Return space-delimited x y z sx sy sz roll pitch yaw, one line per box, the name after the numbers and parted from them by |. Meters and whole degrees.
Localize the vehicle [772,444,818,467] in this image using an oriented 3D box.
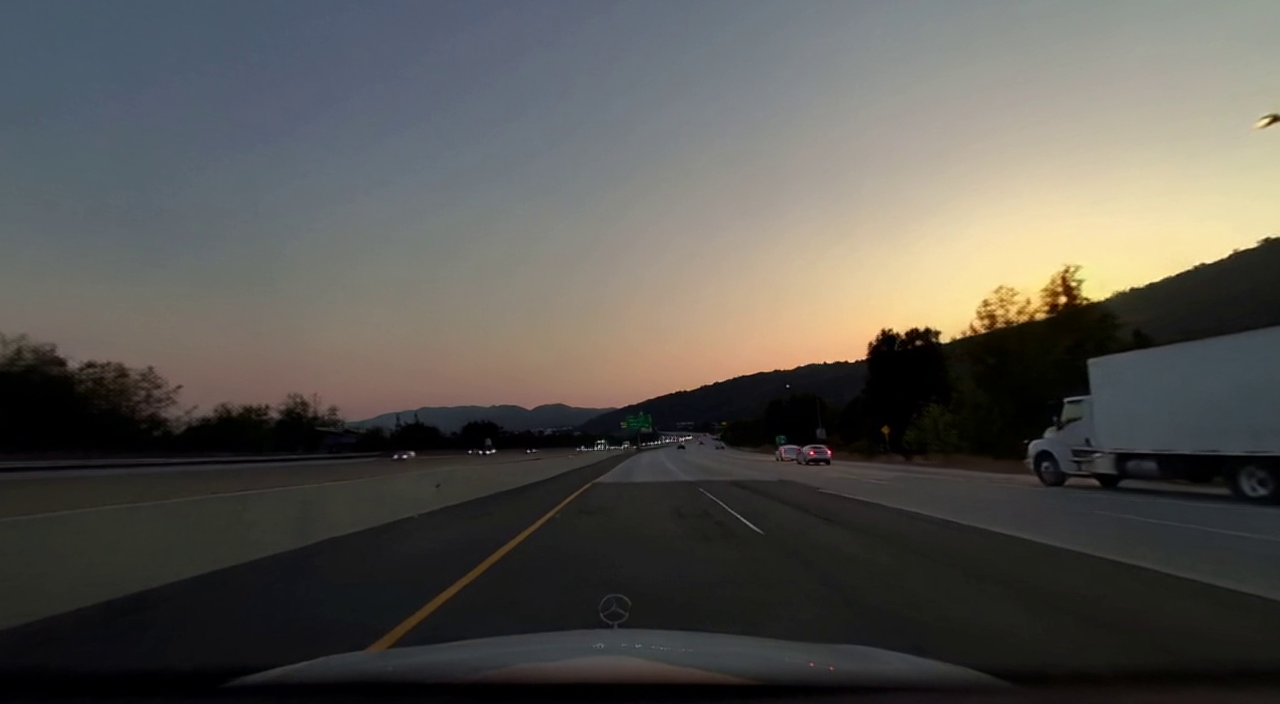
11.181 7.477 45.828 2.229 1.599 4.253 0 -8 0 | vehicle
